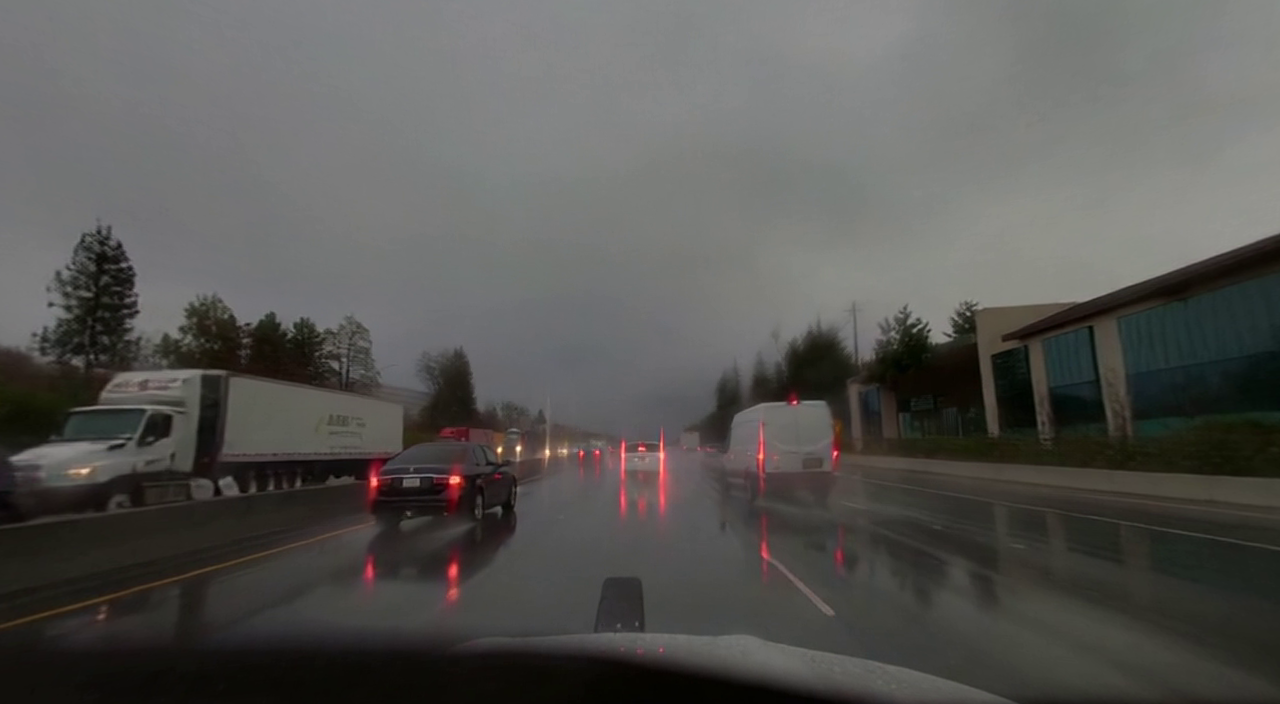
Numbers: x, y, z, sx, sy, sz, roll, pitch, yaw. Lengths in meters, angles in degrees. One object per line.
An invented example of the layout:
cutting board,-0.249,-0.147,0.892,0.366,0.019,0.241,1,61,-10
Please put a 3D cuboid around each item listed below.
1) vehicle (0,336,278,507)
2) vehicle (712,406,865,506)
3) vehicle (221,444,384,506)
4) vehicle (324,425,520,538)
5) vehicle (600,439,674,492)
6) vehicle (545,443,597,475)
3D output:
vehicle,-15.278,2.270,19.244,3.043,4.038,8.794,0,-9,0
vehicle,3.455,2.608,16.119,2.460,2.086,5.576,0,-9,-1
vehicle,-9.044,3.302,17.416,1.937,1.450,4.569,0,-9,0
vehicle,-3.548,2.197,11.255,1.956,1.602,4.258,0,-9,0
vehicle,-0.101,3.488,19.691,2.053,1.461,3.941,0,-9,0
vehicle,-3.344,5.277,31.252,2.062,1.459,4.365,0,-9,0
